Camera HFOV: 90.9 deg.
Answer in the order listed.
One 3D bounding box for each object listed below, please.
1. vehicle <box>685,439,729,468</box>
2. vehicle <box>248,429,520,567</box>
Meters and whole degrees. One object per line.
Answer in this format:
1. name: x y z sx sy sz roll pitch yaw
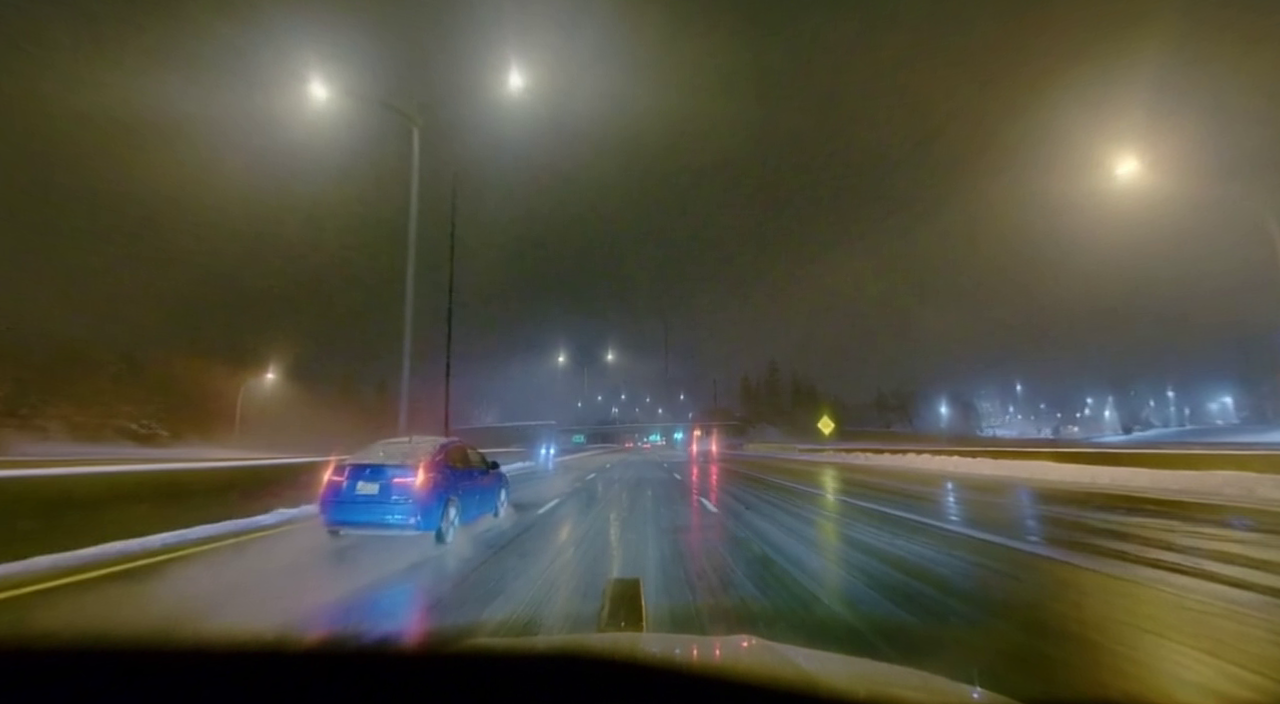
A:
1. vehicle: 3.682 5.663 35.463 1.949 1.515 4.374 0 -8 -1
2. vehicle: -3.294 1.959 9.380 1.979 1.505 4.705 0 -8 1
